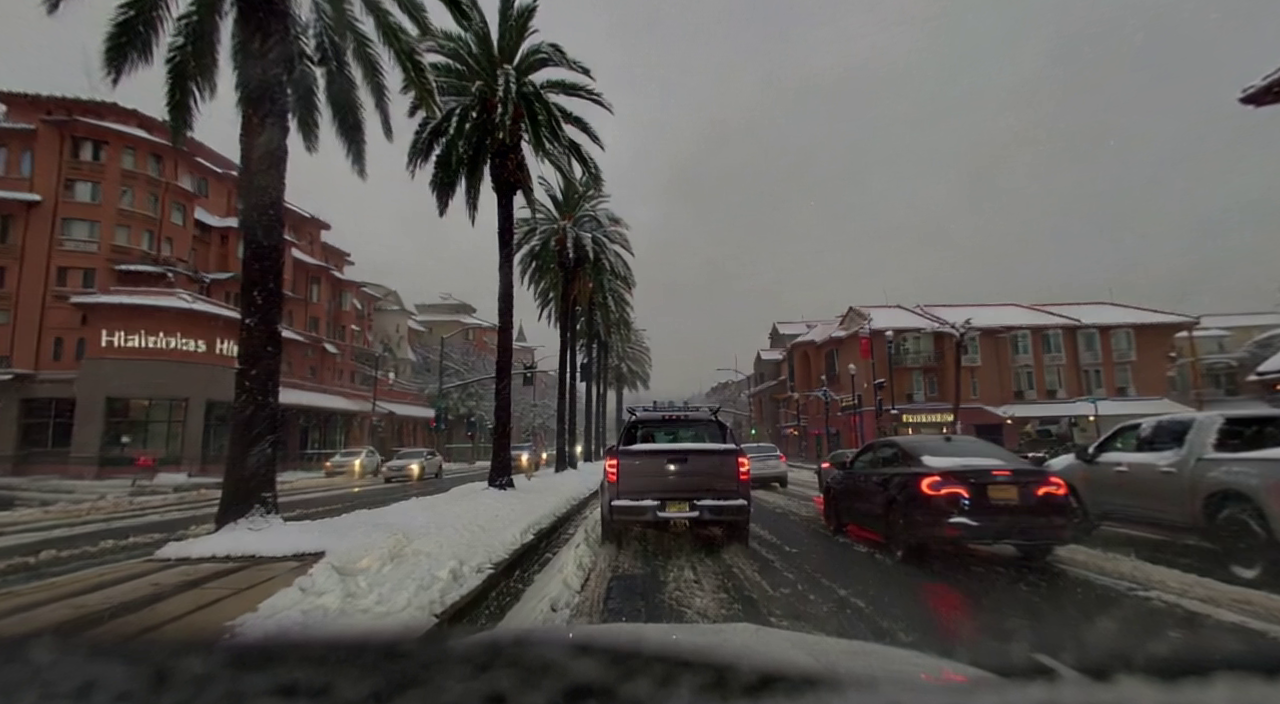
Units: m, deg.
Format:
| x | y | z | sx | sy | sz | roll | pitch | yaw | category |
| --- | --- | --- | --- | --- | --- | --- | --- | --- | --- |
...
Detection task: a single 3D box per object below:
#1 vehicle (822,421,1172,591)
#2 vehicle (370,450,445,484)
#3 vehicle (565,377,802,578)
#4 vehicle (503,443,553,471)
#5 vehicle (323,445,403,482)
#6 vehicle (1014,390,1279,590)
| x | y | z | sx | sy | sz | roll | pitch | yaw | category |
| --- | --- | --- | --- | --- | --- | --- | --- | --- | --- |
| 3.982 | 1.773 | 8.092 | 2.072 | 1.595 | 4.124 | 0 | -9 | 1 | vehicle |
| -11.337 | 5.613 | 31.127 | 2.031 | 1.534 | 4.079 | -1 | -9 | 2 | vehicle |
| 0.507 | 1.731 | 9.454 | 2.487 | 2.115 | 5.444 | 0 | -9 | 1 | vehicle |
| -7.476 | 7.052 | 42.506 | 2.268 | 1.733 | 4.821 | -1 | -9 | 3 | vehicle |
| -14.810 | 5.971 | 34.075 | 2.061 | 1.804 | 4.671 | -1 | -9 | 2 | vehicle |
| 7.476 | 1.624 | 7.935 | 2.215 | 1.973 | 5.323 | 0 | -9 | 0 | vehicle |
